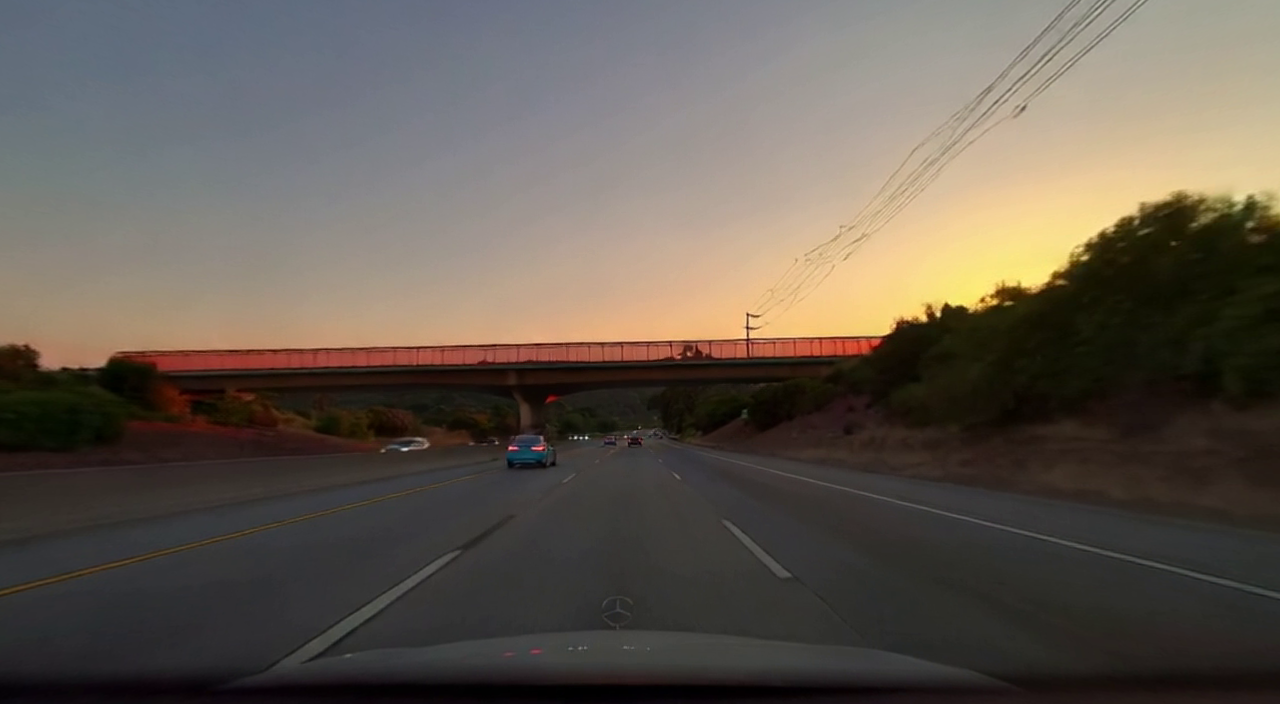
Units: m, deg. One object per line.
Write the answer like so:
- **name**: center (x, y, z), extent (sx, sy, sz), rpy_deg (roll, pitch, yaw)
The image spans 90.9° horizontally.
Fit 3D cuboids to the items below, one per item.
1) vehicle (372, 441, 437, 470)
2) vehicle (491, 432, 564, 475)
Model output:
- **vehicle**: center (-12.695, 5.548, 34.244), extent (1.845, 1.448, 4.482), rpy_deg (0, -8, -1)
- **vehicle**: center (-4.328, 3.995, 25.024), extent (2.074, 1.535, 4.437), rpy_deg (0, -8, 0)
